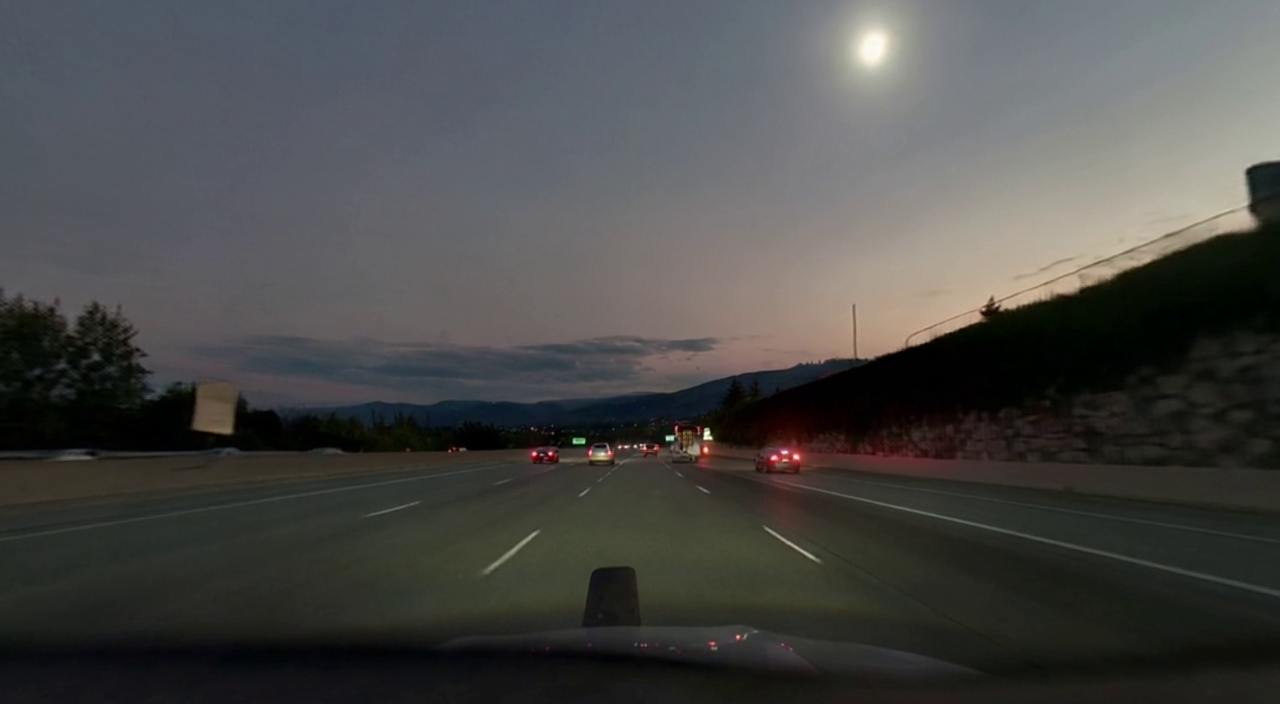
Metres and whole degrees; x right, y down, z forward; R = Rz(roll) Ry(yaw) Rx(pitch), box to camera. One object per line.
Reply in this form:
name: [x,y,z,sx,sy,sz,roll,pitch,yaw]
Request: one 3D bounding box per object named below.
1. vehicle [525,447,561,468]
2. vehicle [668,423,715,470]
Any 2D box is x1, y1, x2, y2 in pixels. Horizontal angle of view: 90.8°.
vehicle: [-7.473,8.131,48.995,2.102,1.522,4.394,0,-9,0]
vehicle: [3.698,7.039,47.168,2.795,3.187,7.205,0,-8,-1]
